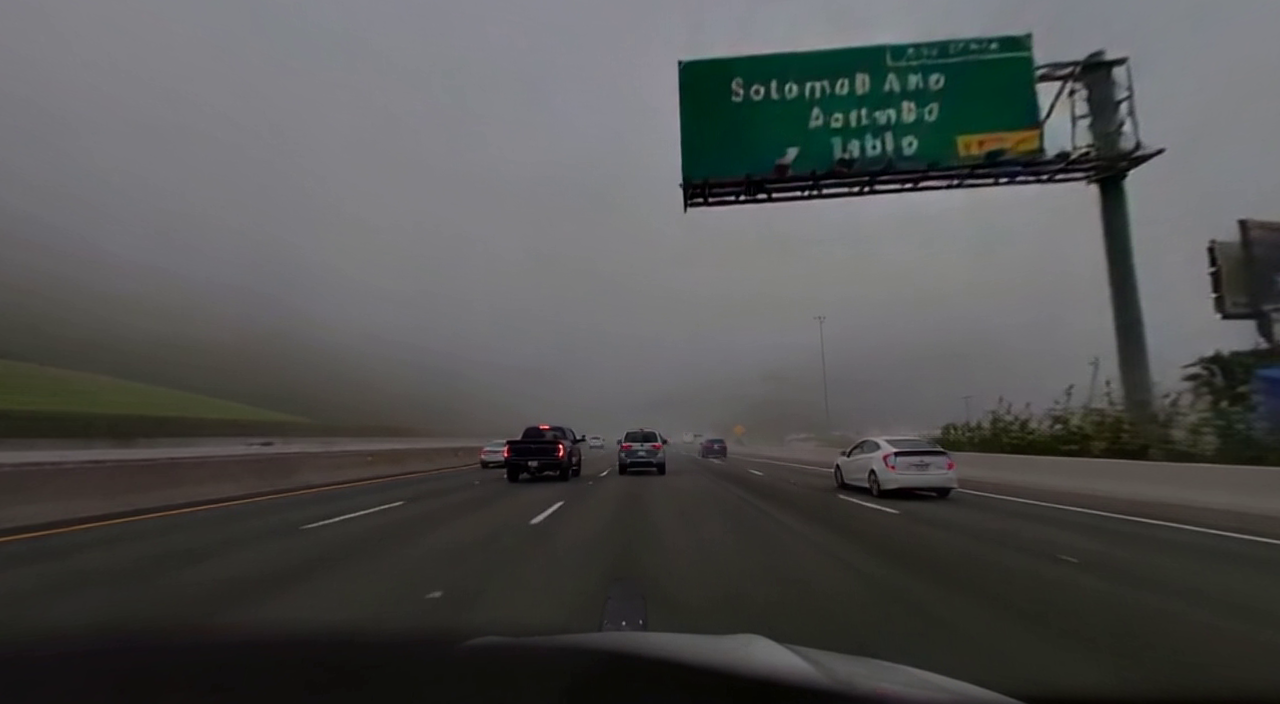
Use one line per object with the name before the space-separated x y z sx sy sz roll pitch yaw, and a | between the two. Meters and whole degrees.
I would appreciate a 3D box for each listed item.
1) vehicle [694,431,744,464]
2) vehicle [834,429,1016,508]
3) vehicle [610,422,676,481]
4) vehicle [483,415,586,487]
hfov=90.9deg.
vehicle | 4.438 5.473 36.181 2.067 1.775 4.372 0 -8 -3
vehicle | 6.048 2.515 14.092 1.998 1.456 4.338 0 -8 -1
vehicle | 0.125 3.400 21.681 2.052 1.808 3.898 -1 -8 1
vehicle | -3.203 3.209 20.604 2.316 1.999 5.765 0 -8 1
